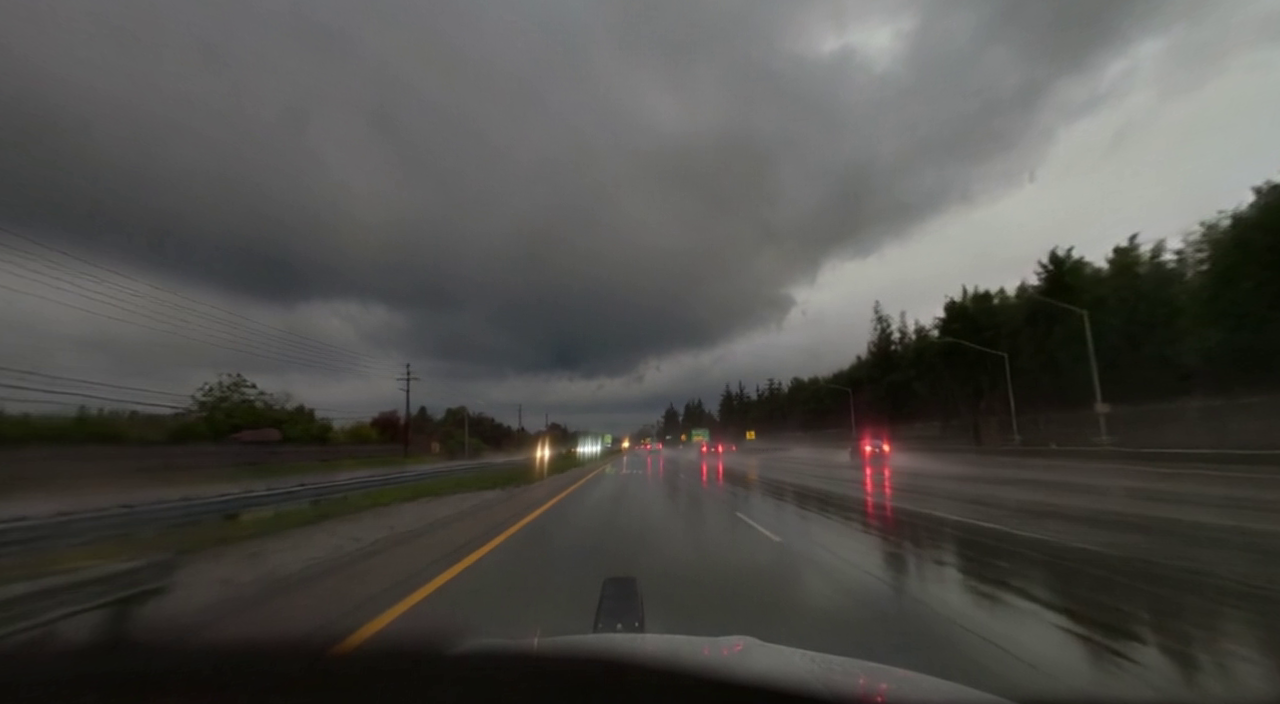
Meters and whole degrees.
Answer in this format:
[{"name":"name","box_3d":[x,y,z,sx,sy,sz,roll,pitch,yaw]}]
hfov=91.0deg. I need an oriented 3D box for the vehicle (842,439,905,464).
[{"name":"vehicle","box_3d":[14.566,6.226,39.513,2.089,1.484,4.573,0,-8,-1]}]
